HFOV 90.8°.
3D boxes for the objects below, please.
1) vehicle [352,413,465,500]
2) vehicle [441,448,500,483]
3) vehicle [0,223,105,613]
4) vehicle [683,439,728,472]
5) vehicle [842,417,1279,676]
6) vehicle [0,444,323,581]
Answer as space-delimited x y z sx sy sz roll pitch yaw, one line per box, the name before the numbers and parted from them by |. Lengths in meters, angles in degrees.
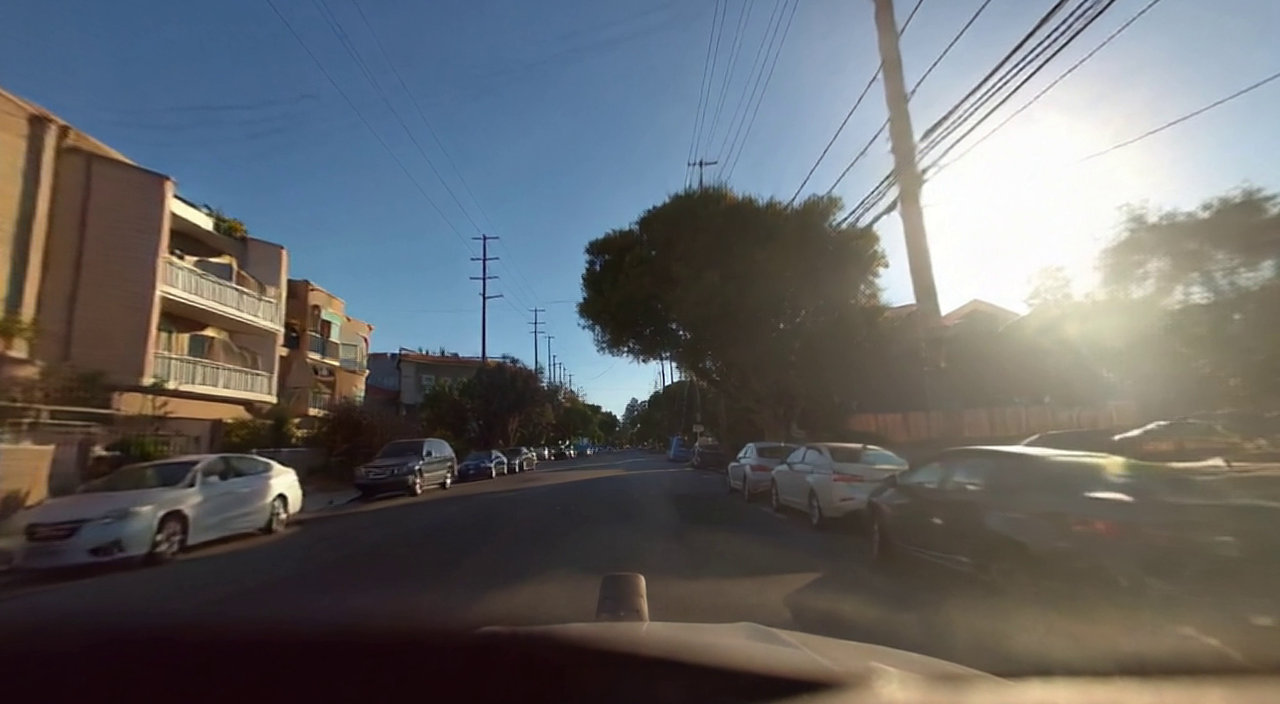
vehicle | -7.156 3.279 20.061 1.889 2.463 4.142 0 -9 1
vehicle | -7.817 5.259 29.506 1.873 1.437 4.068 -1 -8 -4
vehicle | -7.470 0.306 3.553 2.901 3.610 6.707 -3 -9 1
vehicle | 3.553 5.749 35.225 2.095 1.694 4.592 -1 -8 1
vehicle | 3.848 1.523 6.278 2.022 1.521 4.933 0 -9 0
vehicle | -7.255 2.366 10.296 1.894 1.585 4.514 -3 -8 0
